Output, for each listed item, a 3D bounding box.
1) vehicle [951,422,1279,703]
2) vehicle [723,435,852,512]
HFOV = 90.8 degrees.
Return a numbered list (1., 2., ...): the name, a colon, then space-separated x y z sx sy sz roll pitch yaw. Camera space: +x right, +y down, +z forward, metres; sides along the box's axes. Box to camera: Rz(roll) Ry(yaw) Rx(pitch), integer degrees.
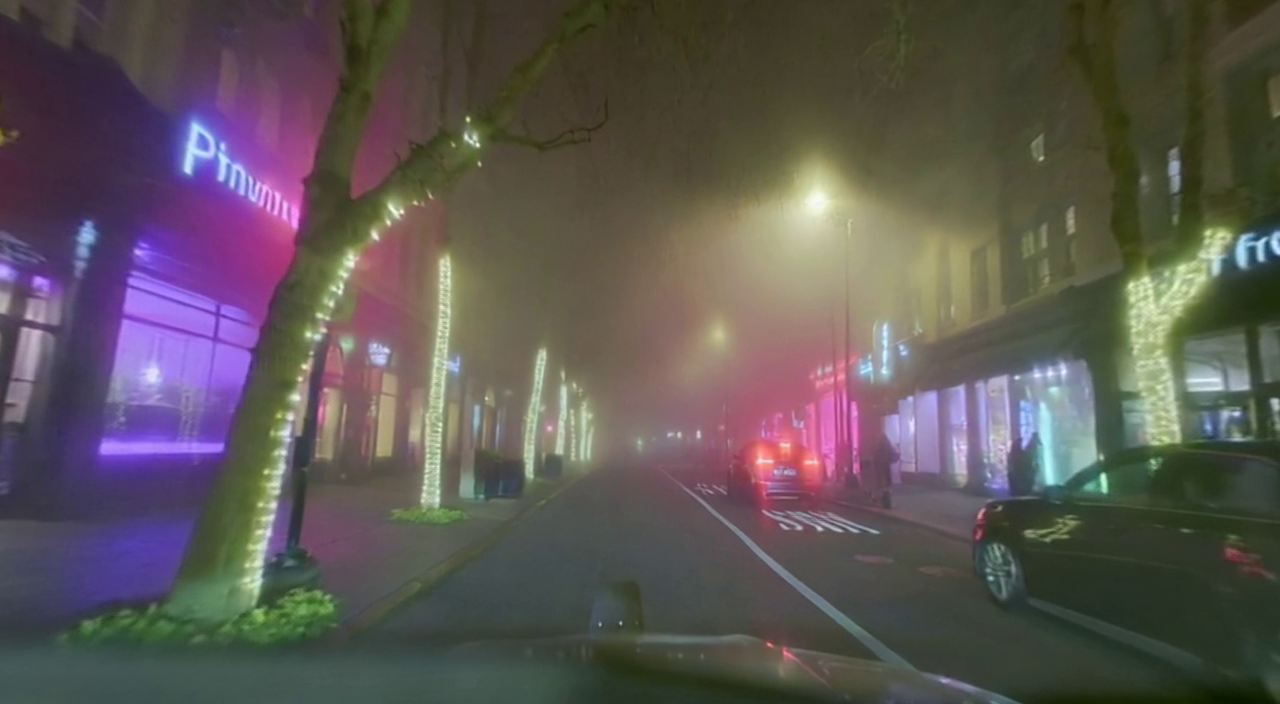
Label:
1. vehicle: 4.001 1.181 3.722 1.977 1.478 4.458 0 -8 -1
2. vehicle: 3.328 2.820 15.216 1.971 1.559 4.326 0 -8 -1
